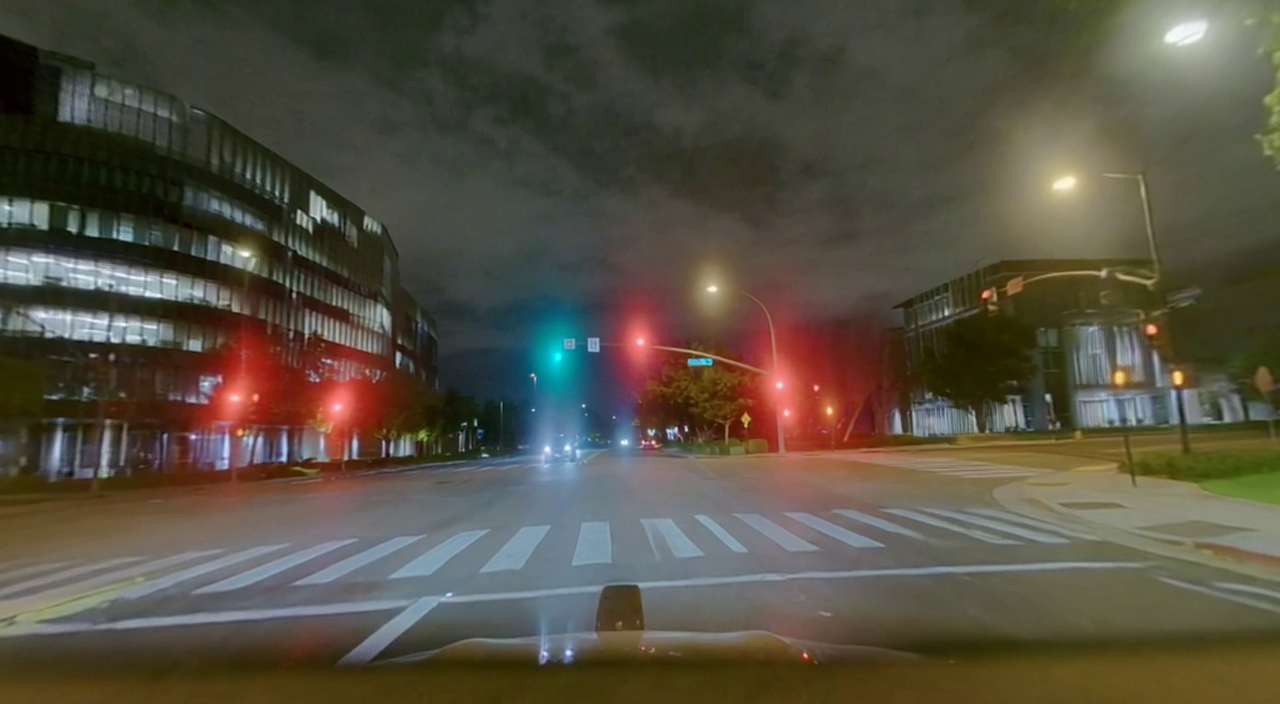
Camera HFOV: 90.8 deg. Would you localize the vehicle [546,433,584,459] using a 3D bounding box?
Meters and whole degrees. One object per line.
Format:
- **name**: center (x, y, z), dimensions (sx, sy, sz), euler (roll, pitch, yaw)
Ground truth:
- **vehicle**: center (-5.035, 6.377, 42.766), dimensions (1.988, 1.666, 4.074), euler (0, -9, 1)
